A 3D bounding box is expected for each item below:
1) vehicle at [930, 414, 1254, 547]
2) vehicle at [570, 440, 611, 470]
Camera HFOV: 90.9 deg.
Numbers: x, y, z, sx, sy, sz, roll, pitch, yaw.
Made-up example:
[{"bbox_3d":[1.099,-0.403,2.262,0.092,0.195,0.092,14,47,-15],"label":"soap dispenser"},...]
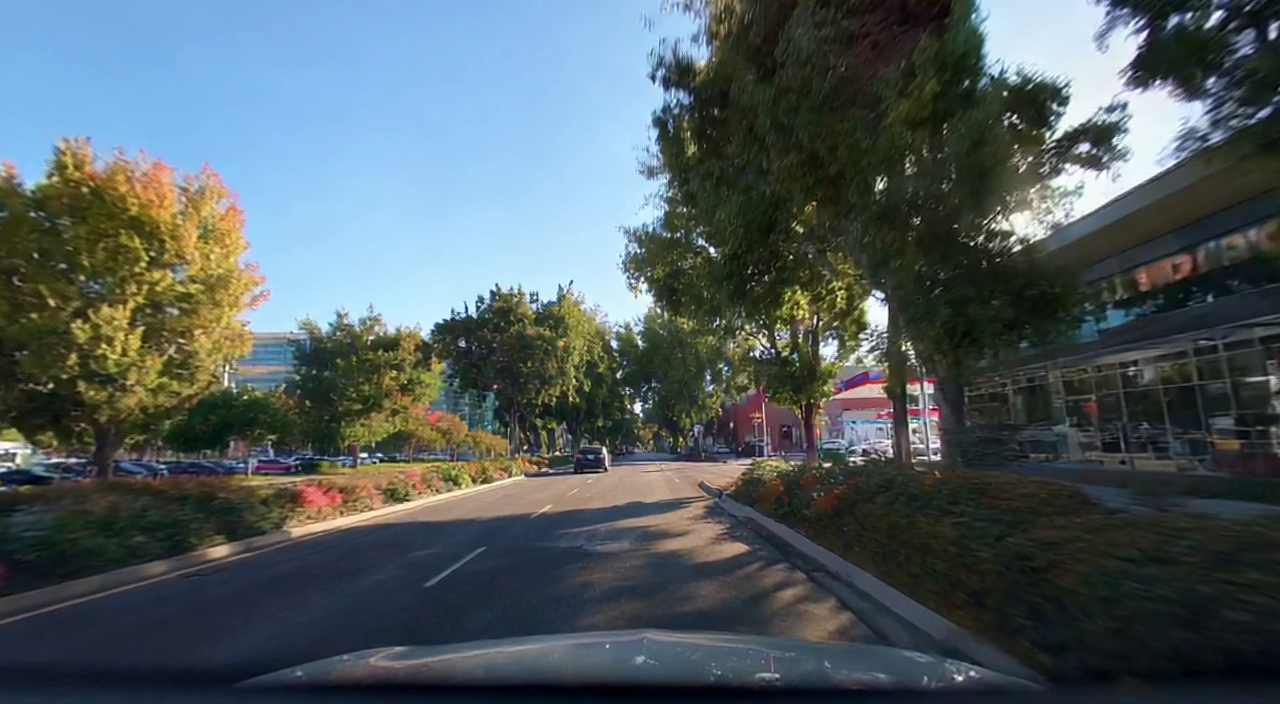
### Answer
[{"bbox_3d":[6.858,1.989,10.406,1.952,1.684,4.535,-1,-9,0],"label":"vehicle"},{"bbox_3d":[-3.128,6.582,40.614,2.196,1.801,4.542,0,-8,1],"label":"vehicle"}]
